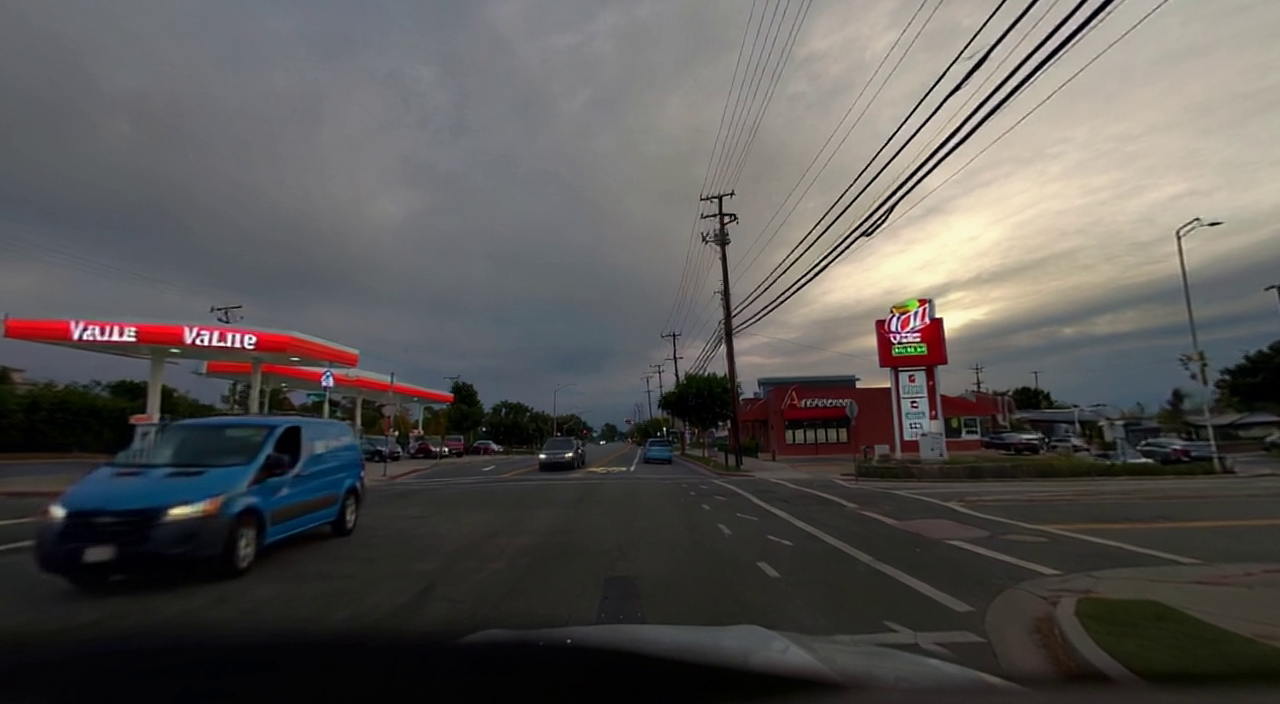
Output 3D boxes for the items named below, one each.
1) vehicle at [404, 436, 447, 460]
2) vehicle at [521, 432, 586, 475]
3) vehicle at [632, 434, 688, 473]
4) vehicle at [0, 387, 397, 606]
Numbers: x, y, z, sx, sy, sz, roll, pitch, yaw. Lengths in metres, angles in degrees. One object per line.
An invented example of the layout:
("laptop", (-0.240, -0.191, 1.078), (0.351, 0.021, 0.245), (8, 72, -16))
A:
("vehicle", (-16.706, 7.491, 49.417), (1.890, 1.761, 4.578), (1, -9, -3))
("vehicle", (-3.990, 4.832, 30.139), (2.274, 1.844, 4.843), (0, -9, 1))
("vehicle", (0.836, 4.673, 29.144), (2.000, 1.663, 4.271), (1, -9, -6))
("vehicle", (-5.066, 1.659, 8.181), (2.222, 1.931, 4.882), (1, -9, -5))
